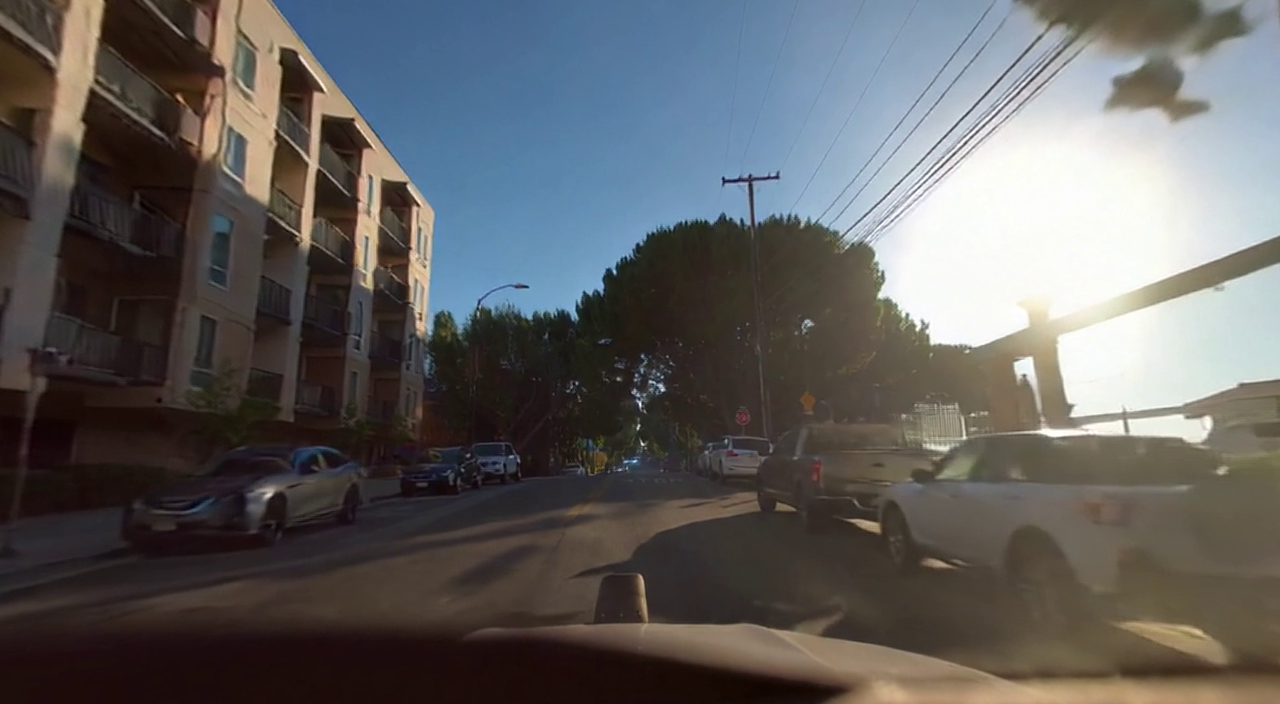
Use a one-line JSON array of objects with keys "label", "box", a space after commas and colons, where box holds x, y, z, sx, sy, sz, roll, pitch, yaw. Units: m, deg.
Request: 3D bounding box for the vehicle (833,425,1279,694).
[{"label": "vehicle", "box": [3.580, 1.509, 5.958, 1.925, 1.489, 4.655, 0, -8, -2]}]

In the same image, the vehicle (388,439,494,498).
[{"label": "vehicle", "box": [-6.418, 3.777, 20.949, 2.069, 1.647, 4.359, -2, -8, 1]}]

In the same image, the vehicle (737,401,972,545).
[{"label": "vehicle", "box": [3.272, 1.987, 11.058, 2.082, 1.902, 5.122, 0, -8, -3]}]

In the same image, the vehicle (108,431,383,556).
[{"label": "vehicle", "box": [-6.368, 2.280, 10.985, 1.947, 1.707, 4.352, 0, -8, 0]}]

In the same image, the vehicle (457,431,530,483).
[{"label": "vehicle", "box": [-6.144, 4.539, 27.121, 2.076, 1.913, 5.060, -2, -10, -1]}]
